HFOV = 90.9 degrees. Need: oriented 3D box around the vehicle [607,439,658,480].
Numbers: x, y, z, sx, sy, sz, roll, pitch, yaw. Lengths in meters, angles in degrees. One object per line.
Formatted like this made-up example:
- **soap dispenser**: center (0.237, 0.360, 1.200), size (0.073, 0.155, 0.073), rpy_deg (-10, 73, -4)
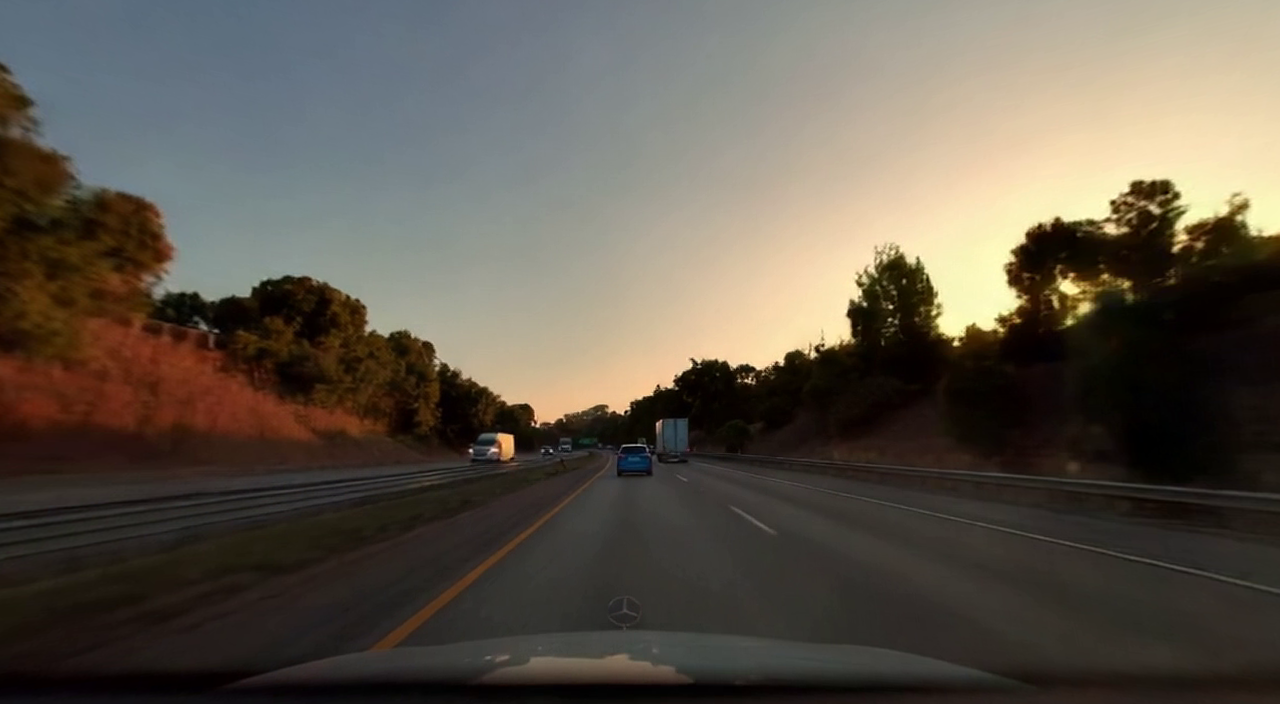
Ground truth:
- **vehicle**: center (-0.354, 4.922, 28.992), size (2.190, 1.706, 4.062), rpy_deg (0, -9, -1)
